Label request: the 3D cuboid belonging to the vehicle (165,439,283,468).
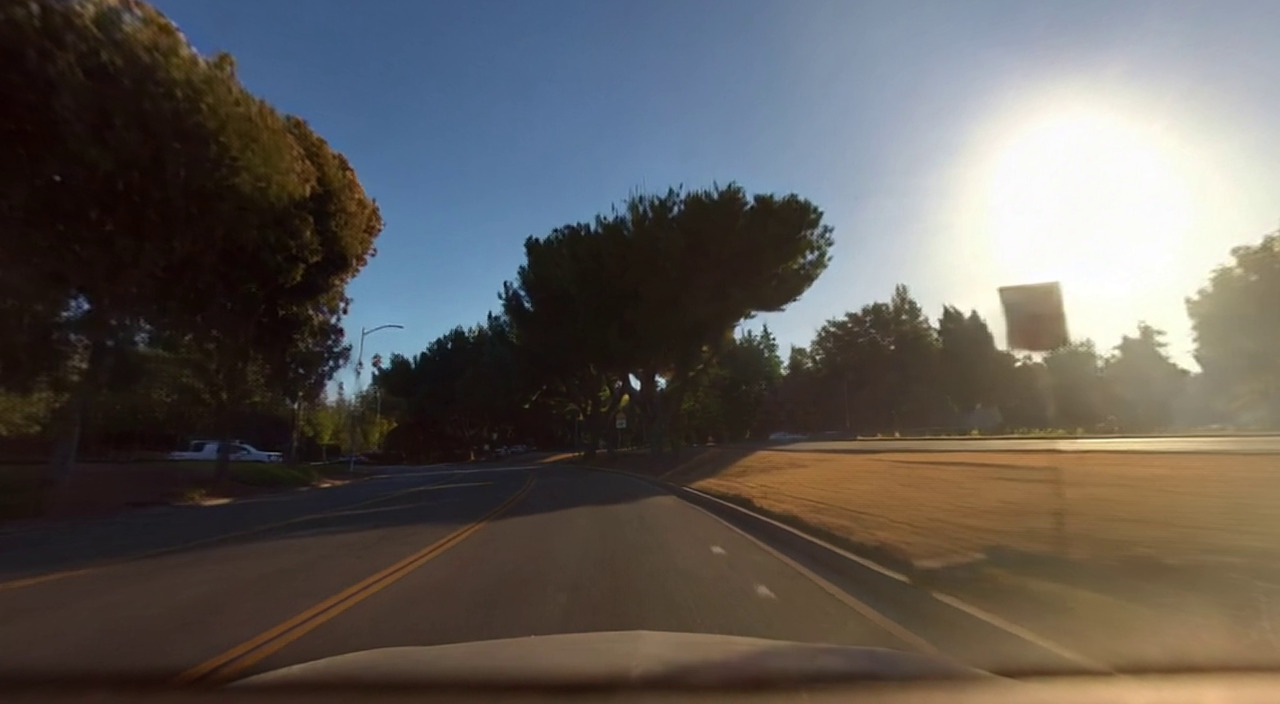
[{"bbox_3d":[-26.186,6.421,39.983,5.613,1.775,2.357,2,-9,-11],"label":"vehicle"}]
